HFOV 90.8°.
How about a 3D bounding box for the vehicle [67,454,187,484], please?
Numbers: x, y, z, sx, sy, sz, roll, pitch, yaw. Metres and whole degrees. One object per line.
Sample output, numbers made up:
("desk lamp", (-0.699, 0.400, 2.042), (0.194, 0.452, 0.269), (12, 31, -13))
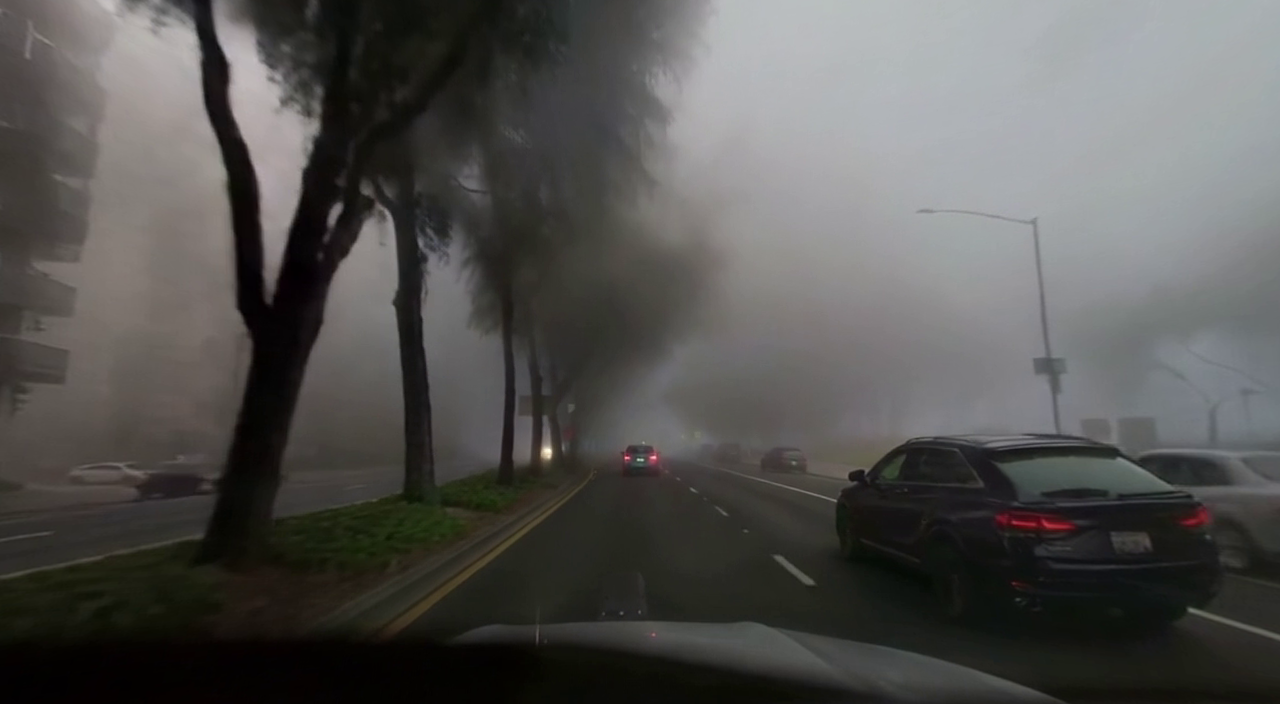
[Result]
("vehicle", (-27.712, 6.296, 34.236), (4.732, 1.497, 2.077), (-1, -9, 2))

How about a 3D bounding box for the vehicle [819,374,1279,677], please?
("vehicle", (3.222, 1.288, 5.716), (1.949, 1.723, 4.020), (0, -9, -1))

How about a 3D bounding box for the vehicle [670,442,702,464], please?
("vehicle", (3.291, 7.325, 45.822), (1.910, 1.474, 4.003), (0, -9, -1))

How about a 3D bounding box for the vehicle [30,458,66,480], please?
("vehicle", (-42.305, 8.344, 45.218), (1.653, 1.446, 3.567), (6, -12, -40))

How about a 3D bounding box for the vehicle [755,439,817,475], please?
("vehicle", (7.530, 5.456, 33.023), (2.115, 1.739, 4.528), (0, -9, 0))

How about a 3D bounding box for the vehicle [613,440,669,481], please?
("vehicle", (0.008, 4.194, 24.684), (2.006, 1.487, 3.535), (0, -9, -1))

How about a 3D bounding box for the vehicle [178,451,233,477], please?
("vehicle", (-30.904, 7.930, 44.879), (4.272, 1.704, 2.031), (-7, -11, 40))
